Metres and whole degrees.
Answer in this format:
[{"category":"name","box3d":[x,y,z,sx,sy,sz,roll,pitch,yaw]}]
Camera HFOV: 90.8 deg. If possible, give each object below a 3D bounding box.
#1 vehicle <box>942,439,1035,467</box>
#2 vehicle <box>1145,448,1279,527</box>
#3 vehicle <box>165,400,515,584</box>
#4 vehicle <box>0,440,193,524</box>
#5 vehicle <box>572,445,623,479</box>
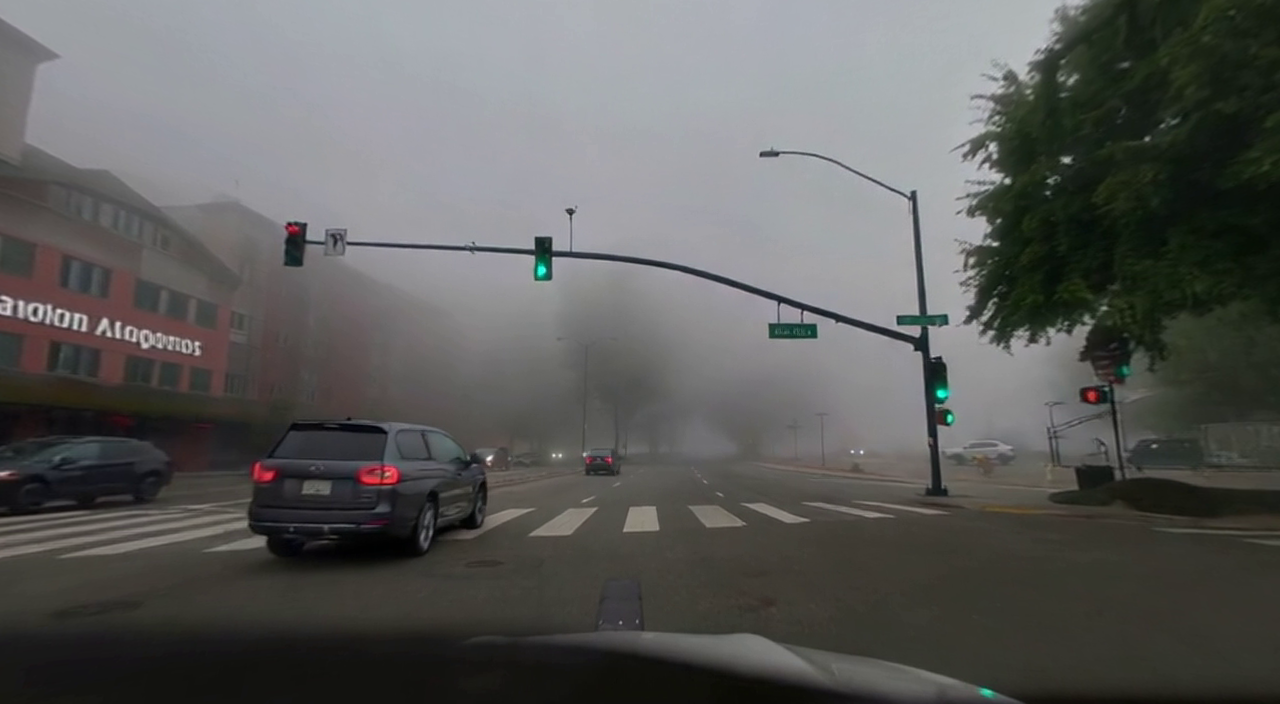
[{"category":"vehicle","box3d":[25.921,7.579,47.346,2.429,1.938,6.118,2,-9,-14]},{"category":"vehicle","box3d":[13.644,2.830,13.777,5.074,1.442,2.216,5,-10,-29]},{"category":"vehicle","box3d":[-3.522,1.784,8.878,2.305,1.833,4.912,-1,-9,3]},{"category":"vehicle","box3d":[-11.868,2.568,12.958,1.914,1.433,4.455,-1,-9,4]},{"category":"vehicle","box3d":[-2.102,5.612,32.425,1.976,1.571,4.649,-1,-9,4]}]
